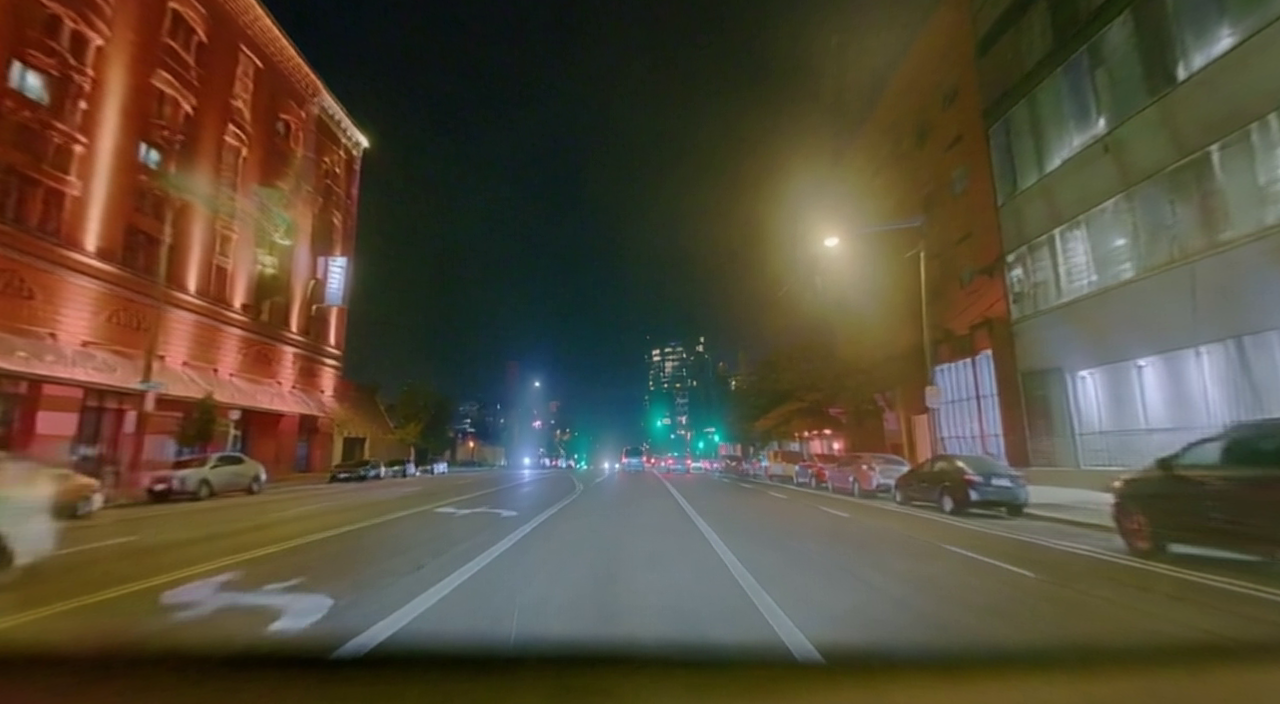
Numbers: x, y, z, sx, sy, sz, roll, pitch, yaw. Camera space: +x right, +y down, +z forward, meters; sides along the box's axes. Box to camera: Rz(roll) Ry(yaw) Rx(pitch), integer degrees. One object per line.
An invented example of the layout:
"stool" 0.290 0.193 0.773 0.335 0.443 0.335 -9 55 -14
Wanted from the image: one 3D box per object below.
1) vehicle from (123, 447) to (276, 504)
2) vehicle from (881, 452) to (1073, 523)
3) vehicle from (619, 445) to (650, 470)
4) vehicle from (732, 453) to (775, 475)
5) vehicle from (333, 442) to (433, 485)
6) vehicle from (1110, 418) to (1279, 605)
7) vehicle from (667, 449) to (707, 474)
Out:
"vehicle" -14.914 4.172 21.786 2.063 1.735 4.317 0 -9 1
"vehicle" 8.022 3.235 15.747 2.030 1.444 4.832 0 -9 -1
"vehicle" -0.441 8.291 49.716 2.329 1.842 4.537 0 -9 -1
"vehicle" 8.011 7.945 44.985 2.054 1.455 4.786 0 -9 -2
"vehicle" -14.468 6.286 36.133 2.822 2.230 6.145 0 -9 3
"vehicle" 8.013 1.667 6.546 2.305 1.984 5.002 0 -9 -1
"vehicle" 2.988 7.135 41.567 2.238 1.499 4.964 0 -9 0
